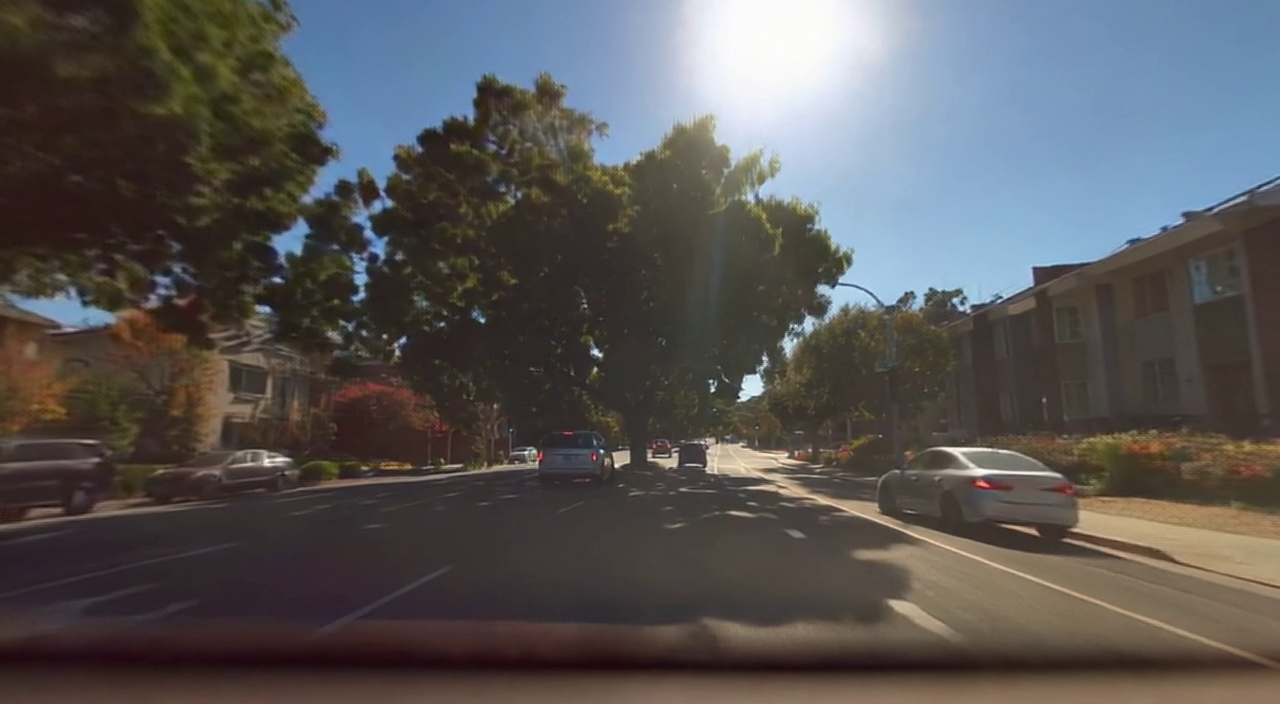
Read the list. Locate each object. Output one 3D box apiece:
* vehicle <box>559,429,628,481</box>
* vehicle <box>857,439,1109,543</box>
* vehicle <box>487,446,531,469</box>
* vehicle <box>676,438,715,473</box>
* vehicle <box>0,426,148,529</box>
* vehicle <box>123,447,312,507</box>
[{"bbox_3d":[-1.706,3.977,24.665,1.877,1.827,4.298,-1,-8,7],"label":"vehicle"},{"bbox_3d":[5.848,2.388,11.731,2.104,1.489,4.962,0,-8,3],"label":"vehicle"},{"bbox_3d":[-8.965,7.253,43.533,1.876,1.492,3.790,-1,-9,5],"label":"vehicle"},{"bbox_3d":[2.895,5.290,32.543,1.852,1.680,4.488,-1,-8,6],"label":"vehicle"},{"bbox_3d":[-12.640,2.395,12.260,2.115,1.853,4.745,-1,-8,4],"label":"vehicle"},{"bbox_3d":[-11.911,3.495,18.308,1.782,1.472,4.744,-1,-8,7],"label":"vehicle"}]
